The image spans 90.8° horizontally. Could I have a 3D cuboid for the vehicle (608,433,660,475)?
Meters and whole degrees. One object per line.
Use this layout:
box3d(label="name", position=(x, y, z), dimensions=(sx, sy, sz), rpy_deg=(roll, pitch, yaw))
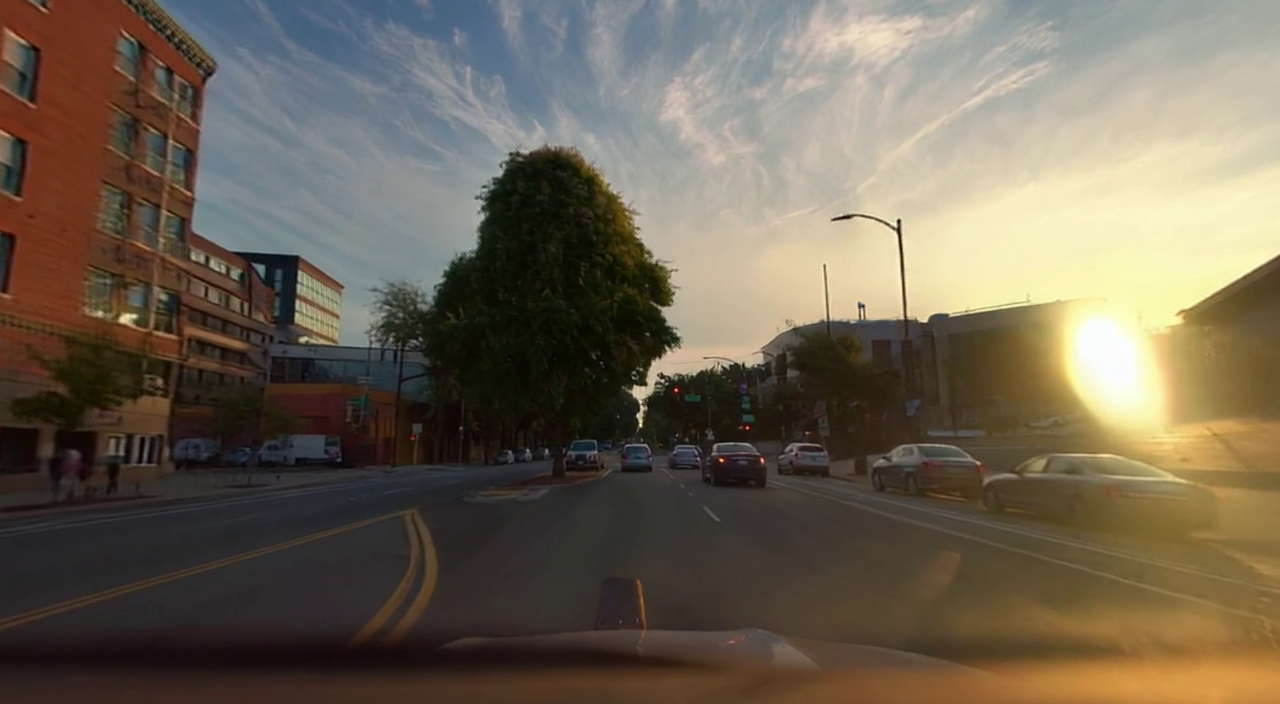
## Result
box3d(label="vehicle", position=(-0.251, 4.873, 30.419), dimensions=(2.329, 1.842, 4.537), rpy_deg=(0, -8, 0))

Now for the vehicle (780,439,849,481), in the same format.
box3d(label="vehicle", position=(8.053, 4.979, 29.629), dimensions=(1.959, 1.719, 4.538), rpy_deg=(1, -7, 0))

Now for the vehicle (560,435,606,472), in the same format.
box3d(label="vehicle", position=(-2.973, 5.413, 33.742), dimensions=(2.297, 1.812, 4.244), rpy_deg=(0, -8, -3))

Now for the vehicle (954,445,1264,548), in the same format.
box3d(label="vehicle", position=(8.192, 2.507, 11.830), dimensions=(2.054, 1.455, 4.786), rpy_deg=(0, -8, -1))

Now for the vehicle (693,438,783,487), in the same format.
box3d(label="vehicle", position=(3.257, 3.796, 22.133), dimensions=(2.238, 1.499, 4.964), rpy_deg=(0, -8, -2))

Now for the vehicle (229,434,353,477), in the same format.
box3d(label="vehicle", position=(-23.604, 7.011, 43.028), dimensions=(6.679, 2.794, 2.850), rpy_deg=(0, -9, 2))

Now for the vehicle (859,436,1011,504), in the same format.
box3d(label="vehicle", position=(8.116, 3.232, 17.969), dimensions=(1.963, 1.649, 4.562), rpy_deg=(1, -8, -2))
